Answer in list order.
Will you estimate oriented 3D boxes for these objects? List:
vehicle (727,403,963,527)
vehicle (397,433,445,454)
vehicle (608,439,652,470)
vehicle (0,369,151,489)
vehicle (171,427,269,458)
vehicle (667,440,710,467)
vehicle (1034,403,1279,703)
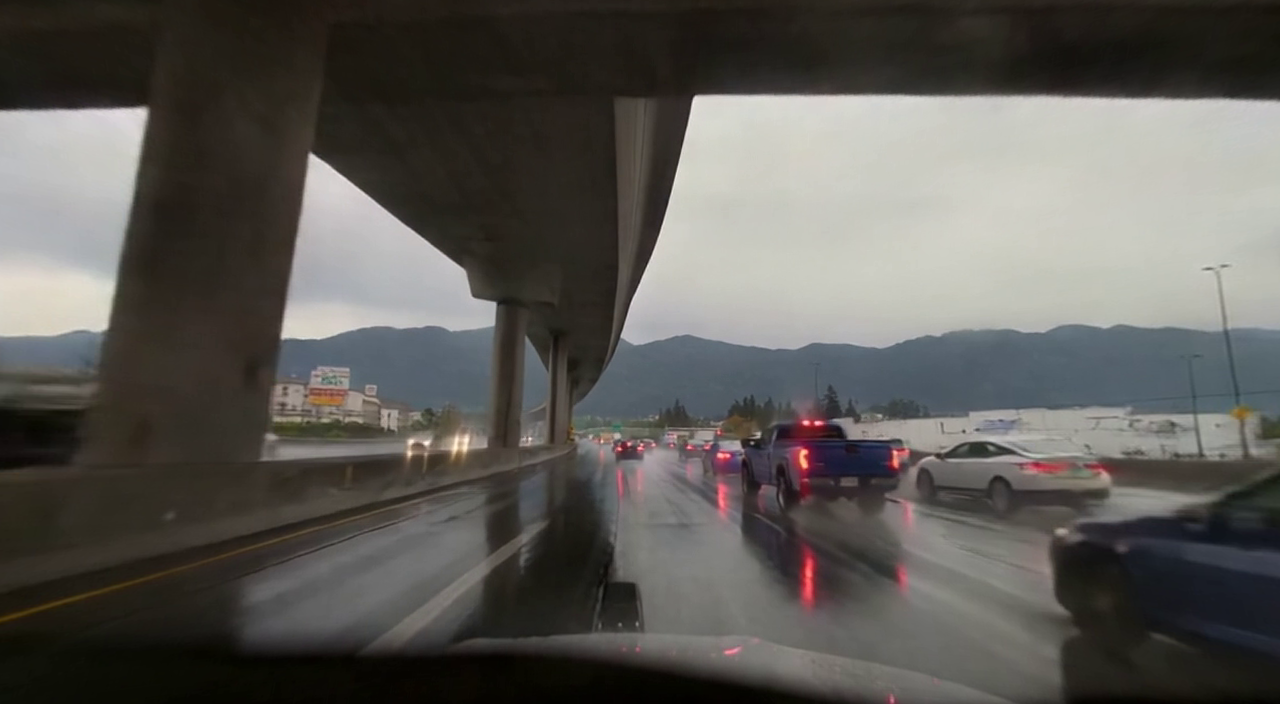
[{"bbox_3d":[3.933,2.407,14.150,2.747,2.061,7.011,0,-8,-2],"label":"vehicle"},{"bbox_3d":[-16.242,6.846,47.099,1.974,1.493,4.796,0,-8,-2],"label":"vehicle"},{"bbox_3d":[-0.570,5.517,34.287,2.266,1.549,3.978,0,-8,-1],"label":"vehicle"},{"bbox_3d":[-10.943,1.275,10.323,2.118,1.831,4.729,0,-8,-1],"label":"vehicle"},{"bbox_3d":[-21.550,4.688,32.722,1.899,1.489,4.952,0,-8,-3],"label":"vehicle"},{"bbox_3d":[2.923,6.251,39.090,2.057,1.517,4.538,0,-8,-3],"label":"vehicle"},{"bbox_3d":[3.907,0.863,2.043,2.048,1.497,4.952,0,-8,0],"label":"vehicle"}]
